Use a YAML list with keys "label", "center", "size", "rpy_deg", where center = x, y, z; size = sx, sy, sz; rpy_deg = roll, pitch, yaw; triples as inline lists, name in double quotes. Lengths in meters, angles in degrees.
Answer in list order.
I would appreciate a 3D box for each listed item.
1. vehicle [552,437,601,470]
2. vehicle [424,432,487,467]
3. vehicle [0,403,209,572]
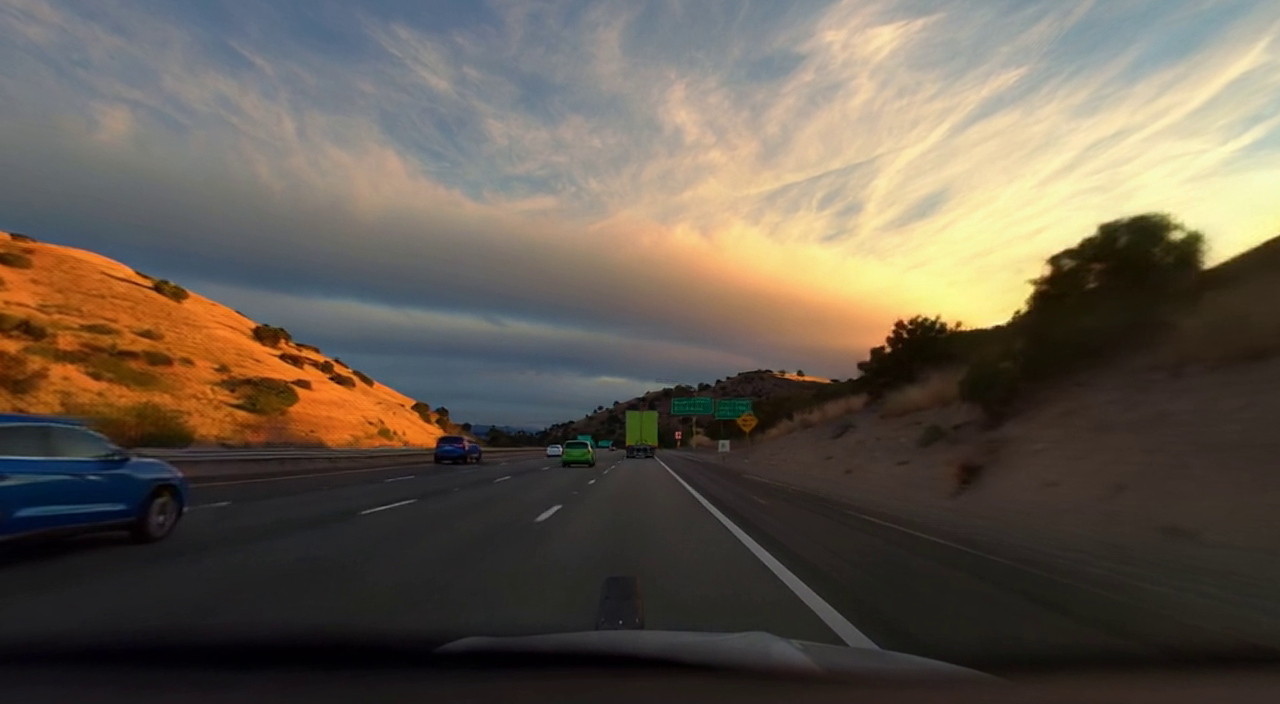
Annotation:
- label: "vehicle"
  center: [-3.540, 5.747, 35.907]
  size: [2.194, 1.725, 4.698]
  rpy_deg: [0, -9, 1]
- label: "vehicle"
  center: [-10.817, 5.743, 37.307]
  size: [2.111, 1.906, 5.028]
  rpy_deg: [0, -9, 1]
- label: "vehicle"
  center: [-7.474, 1.427, 6.842]
  size: [2.098, 1.678, 4.822]
  rpy_deg: [0, -9, 0]
